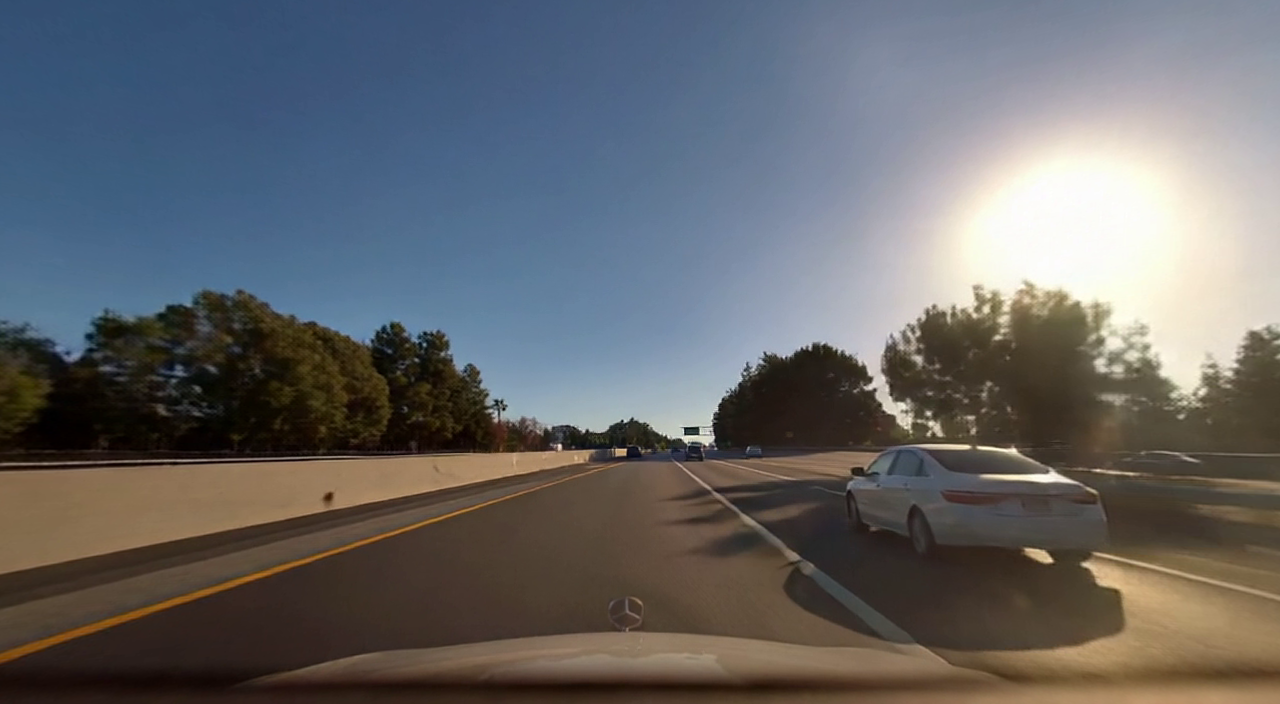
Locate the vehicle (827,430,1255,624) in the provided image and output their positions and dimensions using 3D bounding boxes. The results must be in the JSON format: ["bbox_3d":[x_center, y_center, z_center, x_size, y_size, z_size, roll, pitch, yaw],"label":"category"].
[{"bbox_3d":[3.701,1.665,6.978,1.938,1.456,4.204,0,-9,0],"label":"vehicle"}]
